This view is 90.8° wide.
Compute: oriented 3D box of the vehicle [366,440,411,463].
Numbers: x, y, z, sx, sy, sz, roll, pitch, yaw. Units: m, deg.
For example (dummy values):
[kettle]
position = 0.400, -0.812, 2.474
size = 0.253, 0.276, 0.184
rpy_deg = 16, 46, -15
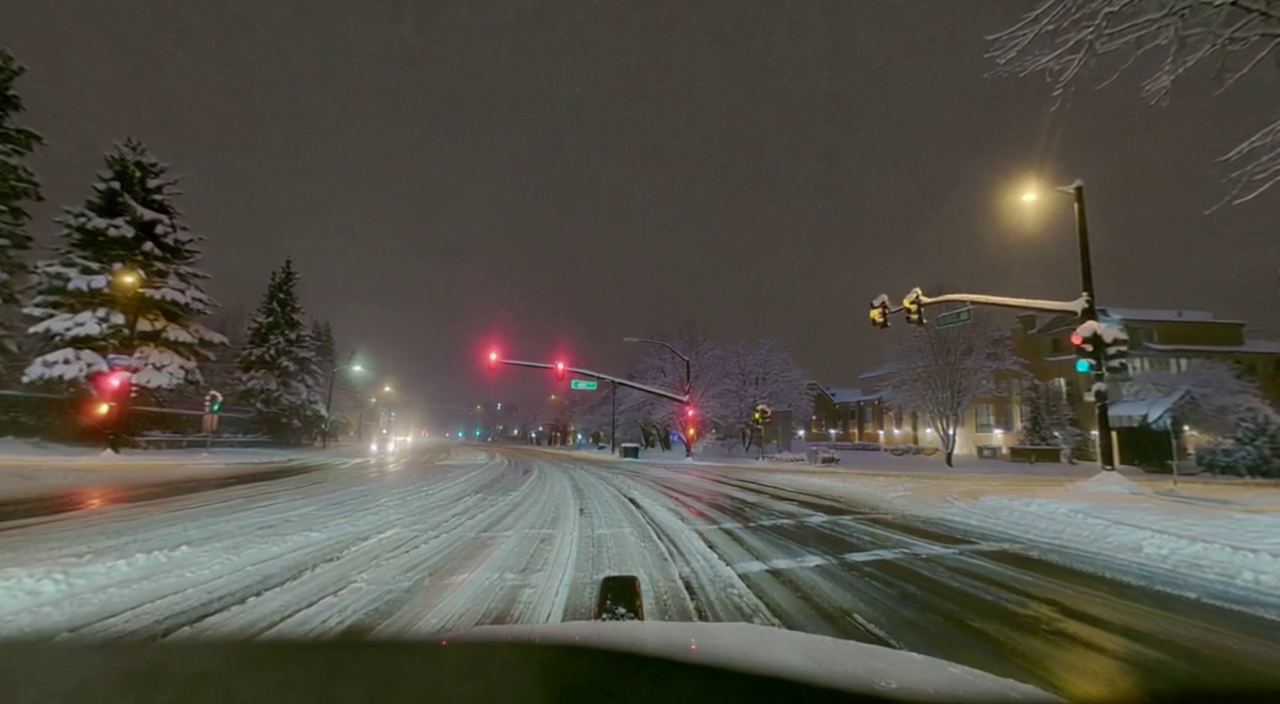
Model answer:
[vehicle]
position = -17.133, 6.808, 43.201
size = 1.969, 1.464, 4.485
rpy_deg = 1, -9, -10
